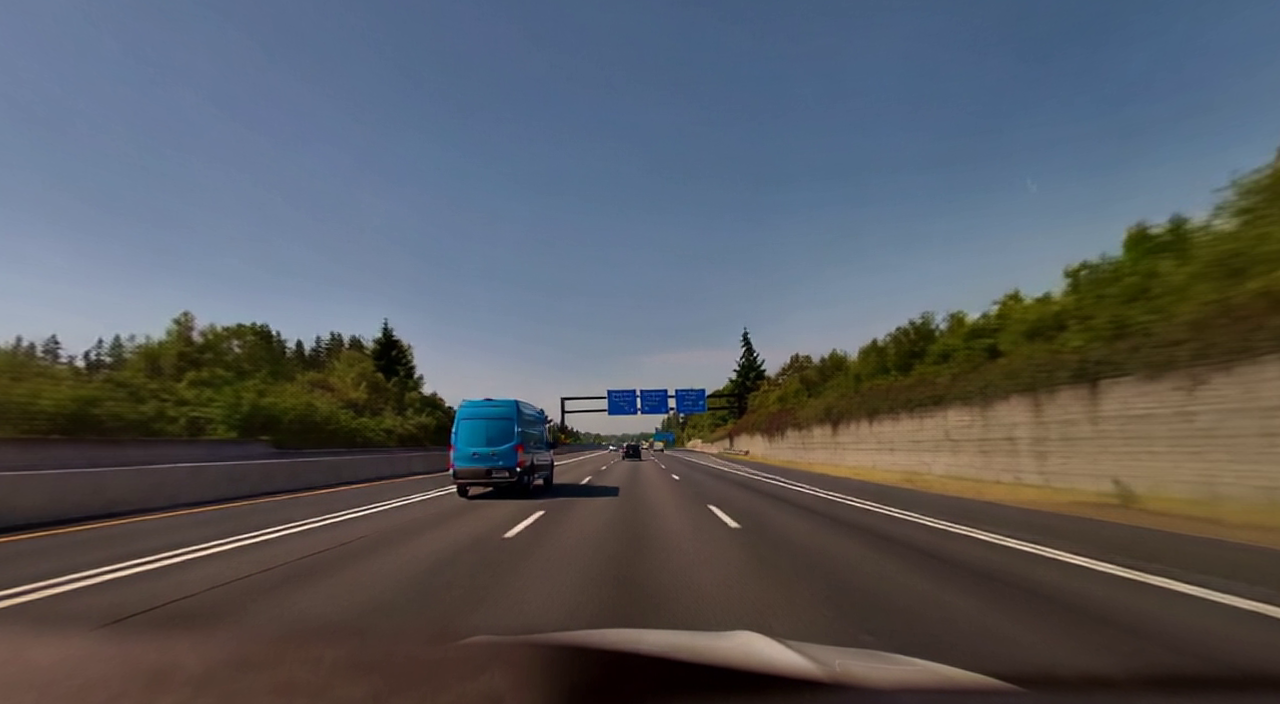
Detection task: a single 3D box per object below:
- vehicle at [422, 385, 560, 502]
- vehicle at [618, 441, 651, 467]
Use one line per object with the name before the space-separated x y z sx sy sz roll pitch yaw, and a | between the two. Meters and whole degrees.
vehicle | -3.872 2.597 17.829 2.382 2.736 5.982 0 -9 0
vehicle | -0.357 6.989 43.238 2.183 1.662 3.968 0 -9 0
